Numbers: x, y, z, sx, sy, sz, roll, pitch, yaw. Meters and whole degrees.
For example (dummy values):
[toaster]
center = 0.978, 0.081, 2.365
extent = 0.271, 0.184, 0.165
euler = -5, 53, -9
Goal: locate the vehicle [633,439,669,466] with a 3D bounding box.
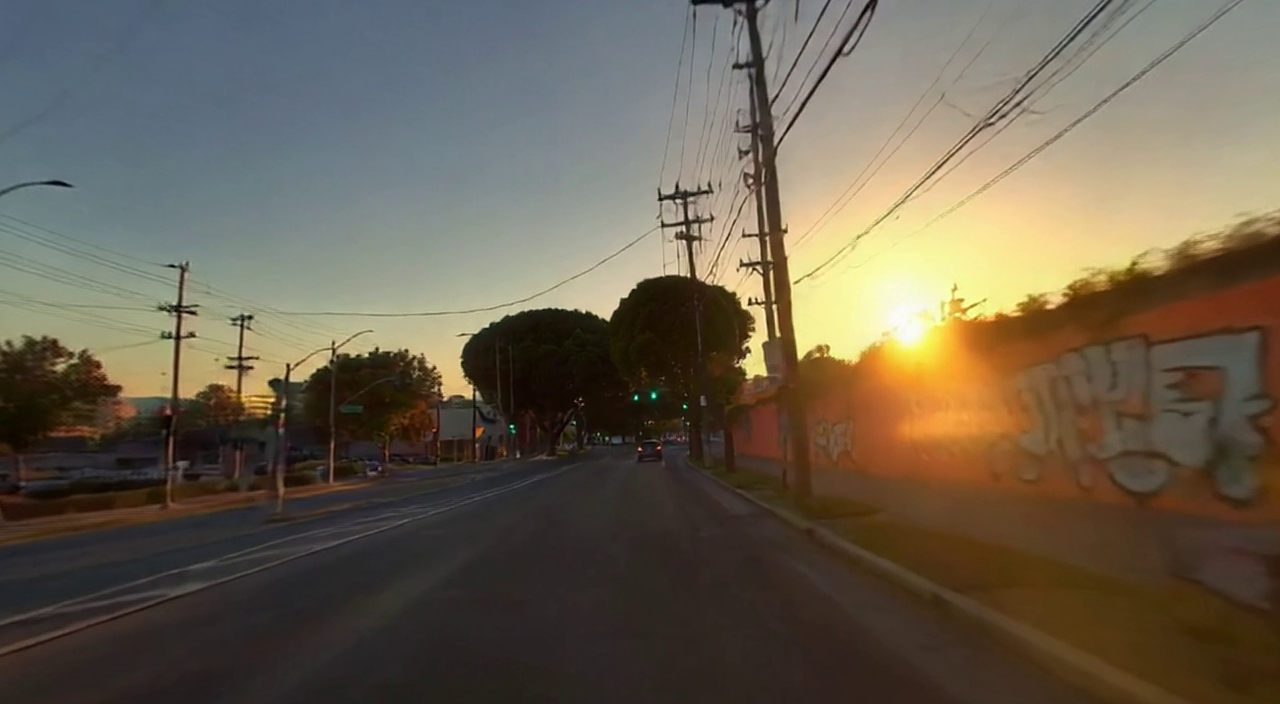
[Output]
[vehicle]
center = 0.692, 6.271, 39.552
extent = 2.105, 1.611, 3.750
euler = 0, -8, 1
